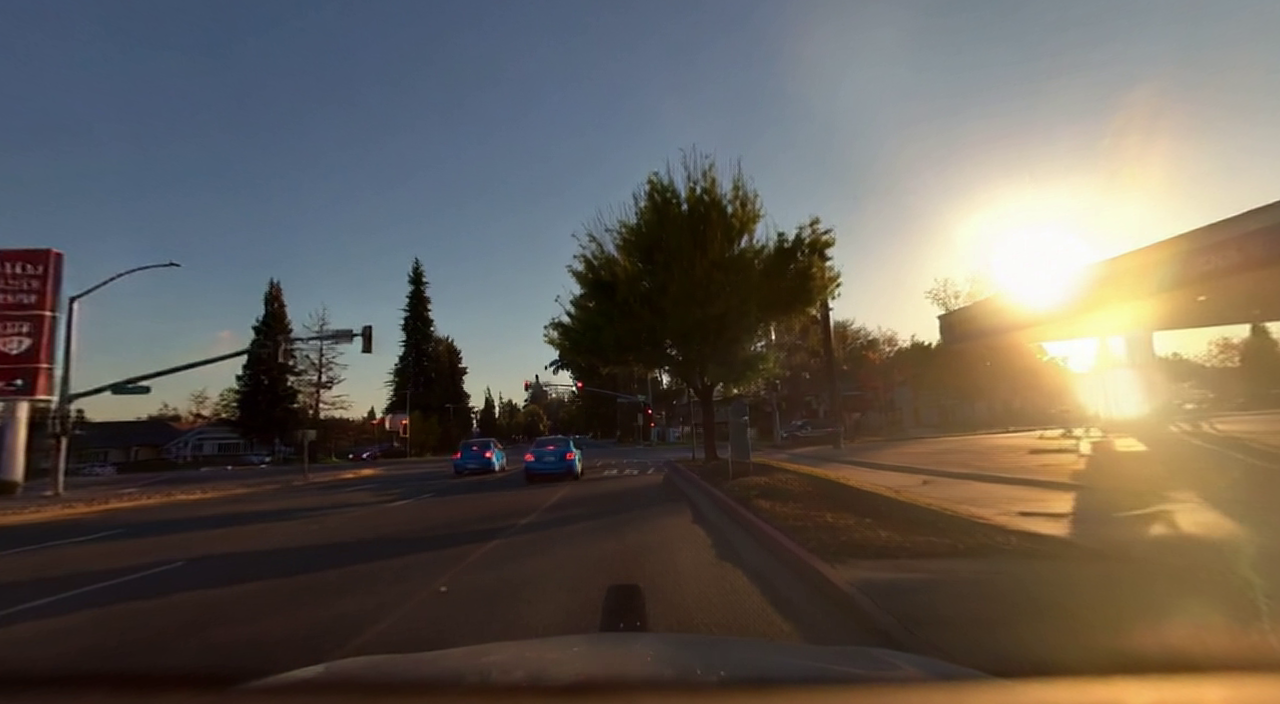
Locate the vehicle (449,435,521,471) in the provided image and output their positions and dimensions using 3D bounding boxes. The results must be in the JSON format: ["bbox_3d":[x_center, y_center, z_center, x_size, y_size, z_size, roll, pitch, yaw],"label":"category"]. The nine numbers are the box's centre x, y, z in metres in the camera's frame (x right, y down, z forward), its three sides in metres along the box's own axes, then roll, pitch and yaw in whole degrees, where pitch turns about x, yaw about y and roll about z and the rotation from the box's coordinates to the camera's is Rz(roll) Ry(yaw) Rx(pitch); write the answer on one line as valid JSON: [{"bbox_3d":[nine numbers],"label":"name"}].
[{"bbox_3d":[-6.682,4.411,27.685,1.966,1.439,4.161,0,-8,2],"label":"vehicle"}]

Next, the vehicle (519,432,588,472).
[{"bbox_3d":[-3.371,4.031,25.642,2.054,1.449,4.772,0,-8,1],"label":"vehicle"}]
